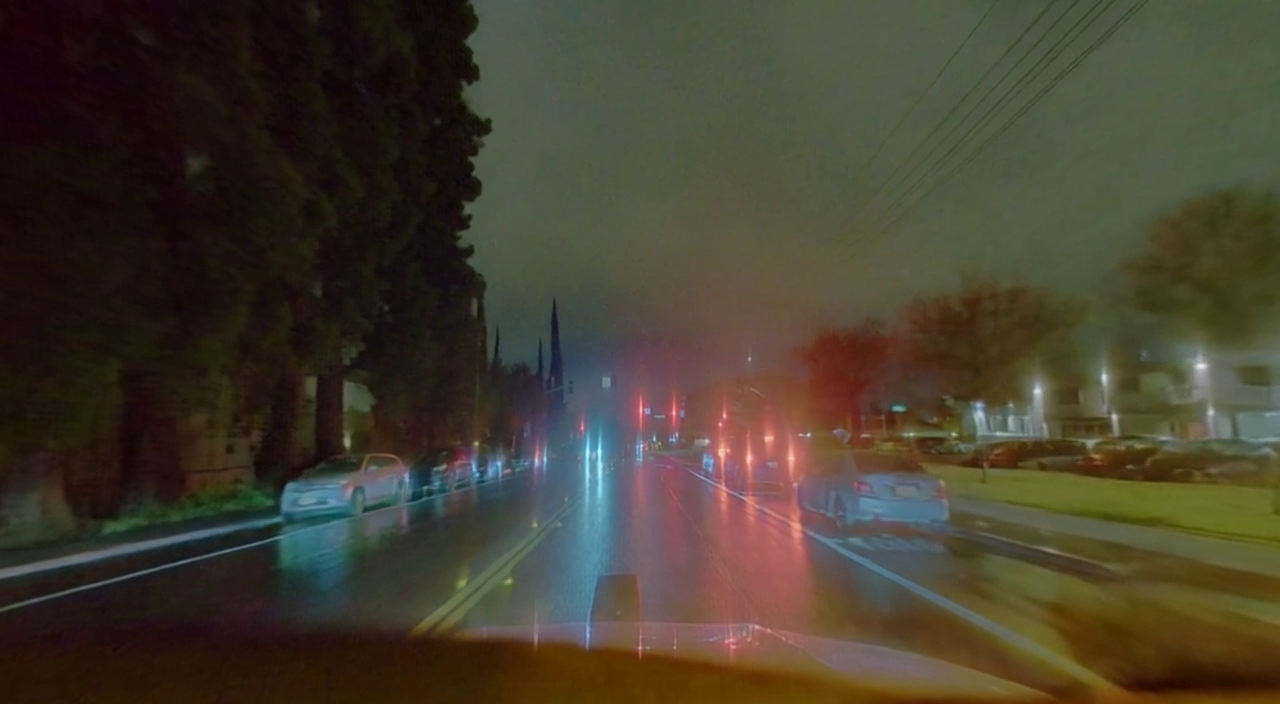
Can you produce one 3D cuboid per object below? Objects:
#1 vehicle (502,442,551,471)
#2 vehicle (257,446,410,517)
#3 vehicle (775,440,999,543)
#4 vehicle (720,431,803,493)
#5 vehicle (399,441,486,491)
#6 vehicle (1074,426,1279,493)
[{"bbox_3d":[-7.320,6.804,41.125,2.150,1.766,5.483,-1,-9,1],"label":"vehicle"},{"bbox_3d":[-7.493,3.164,15.860,1.976,1.554,3.654,0,-9,0],"label":"vehicle"},{"bbox_3d":[3.923,2.276,10.987,2.036,1.405,4.312,0,-9,-2],"label":"vehicle"},{"bbox_3d":[3.902,3.594,20.917,1.908,1.788,4.397,0,-8,0],"label":"vehicle"},{"bbox_3d":[-7.533,4.375,24.478,1.994,1.718,4.518,0,-9,-1],"label":"vehicle"},{"bbox_3d":[12.919,2.546,14.987,3.735,1.454,1.772,-1,-9,6],"label":"vehicle"}]
